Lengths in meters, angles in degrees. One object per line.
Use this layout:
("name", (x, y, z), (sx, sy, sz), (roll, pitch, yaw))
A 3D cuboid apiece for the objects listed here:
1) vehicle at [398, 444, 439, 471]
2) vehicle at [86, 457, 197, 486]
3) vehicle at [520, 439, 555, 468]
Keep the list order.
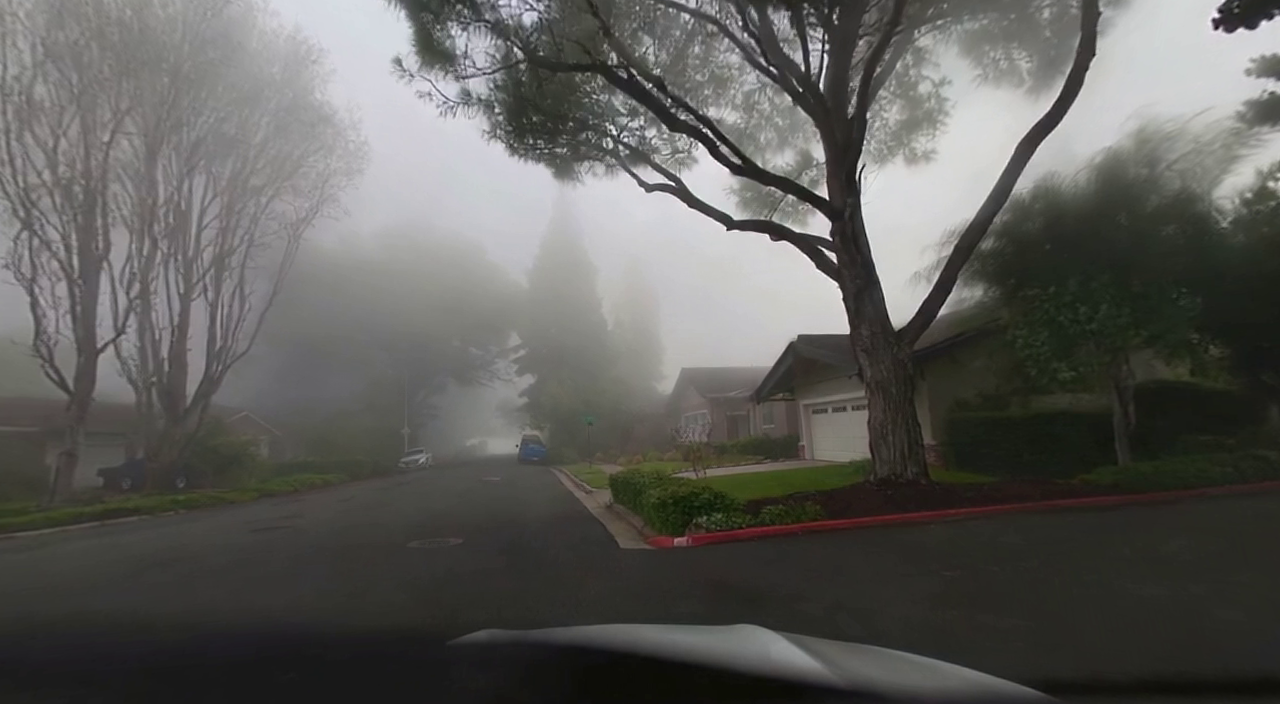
("vehicle", (-16.794, 7.988, 48.073), (2.208, 1.834, 4.675), (-3, -8, -11))
("vehicle", (-27.648, 6.608, 35.163), (4.404, 1.495, 1.844), (1, -9, -9))
("vehicle", (-6.550, 6.398, 39.967), (2.005, 1.553, 3.984), (-3, -8, -12))
